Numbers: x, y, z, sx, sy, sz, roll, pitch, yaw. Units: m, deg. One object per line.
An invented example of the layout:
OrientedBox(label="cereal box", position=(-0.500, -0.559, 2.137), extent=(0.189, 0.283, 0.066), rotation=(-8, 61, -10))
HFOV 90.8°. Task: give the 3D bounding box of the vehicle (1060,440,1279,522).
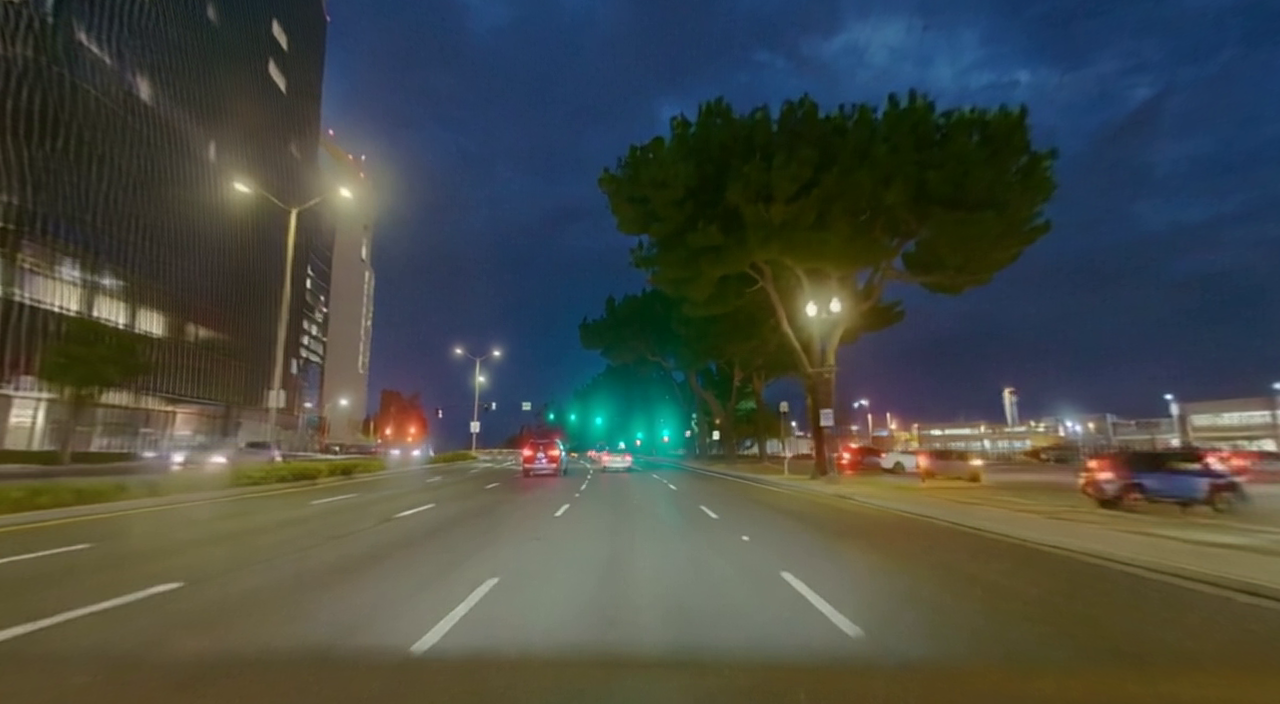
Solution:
OrientedBox(label="vehicle", position=(13.310, 3.204, 15.976), extent=(3.965, 1.702, 1.817), rotation=(-3, -7, 1))

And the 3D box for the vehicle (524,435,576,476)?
OrientedBox(label="vehicle", position=(-4.209, 4.904, 30.159), extent=(2.001, 1.784, 4.483), rotation=(0, -8, -2))

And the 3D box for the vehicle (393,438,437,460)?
OrientedBox(label="vehicle", position=(-16.977, 7.345, 47.897), extent=(1.856, 1.625, 4.574), rotation=(0, -8, -3))

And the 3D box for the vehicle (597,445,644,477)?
OrientedBox(label="vehicle", position=(-0.973, 5.148, 30.033), extent=(2.050, 1.385, 4.096), rotation=(0, -8, -3))

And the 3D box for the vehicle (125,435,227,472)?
OrientedBox(label="vehicle", position=(-22.332, 4.887, 30.644), extent=(1.849, 1.657, 4.360), rotation=(0, -8, -4))

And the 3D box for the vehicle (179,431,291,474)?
OrientedBox(label="vehicle", position=(-18.472, 4.593, 29.188), extent=(2.087, 1.788, 4.999), rotation=(0, -8, -3))

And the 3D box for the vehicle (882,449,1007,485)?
OrientedBox(label="vehicle", position=(13.248, 5.018, 27.705), extent=(4.470, 1.429, 1.878), rotation=(0, -7, 2))
